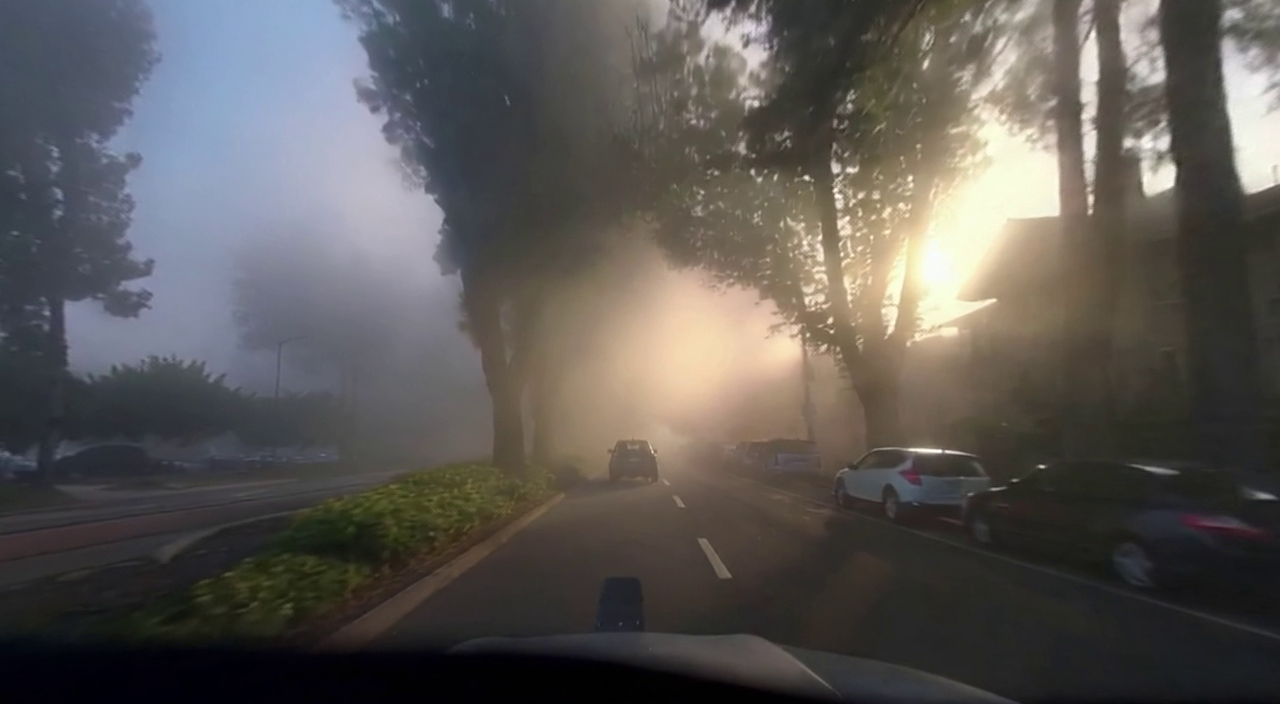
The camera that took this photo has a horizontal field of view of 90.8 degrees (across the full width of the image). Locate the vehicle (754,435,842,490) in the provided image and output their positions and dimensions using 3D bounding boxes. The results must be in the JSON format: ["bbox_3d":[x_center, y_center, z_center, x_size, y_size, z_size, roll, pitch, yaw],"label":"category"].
[{"bbox_3d":[5.814,4.117,23.859,2.139,1.872,4.585,0,-9,1],"label":"vehicle"}]

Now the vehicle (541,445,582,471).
[{"bbox_3d":[-4.775,6.550,39.191,2.105,1.474,4.808,0,-9,-2],"label":"vehicle"}]

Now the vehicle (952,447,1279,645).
[{"bbox_3d":[5.778,1.823,7.074,1.903,1.491,4.999,0,-9,-2],"label":"vehicle"}]

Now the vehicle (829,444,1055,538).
[{"bbox_3d":[5.544,2.582,12.471,2.022,1.484,4.612,0,-9,-2],"label":"vehicle"}]

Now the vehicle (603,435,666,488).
[{"bbox_3d":[-0.236,3.923,22.889,2.070,1.698,3.925,0,-9,-1],"label":"vehicle"}]

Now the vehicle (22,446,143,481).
[{"bbox_3d":[-34.508,6.906,39.242,5.329,2.013,2.242,0,-9,1],"label":"vehicle"}]
